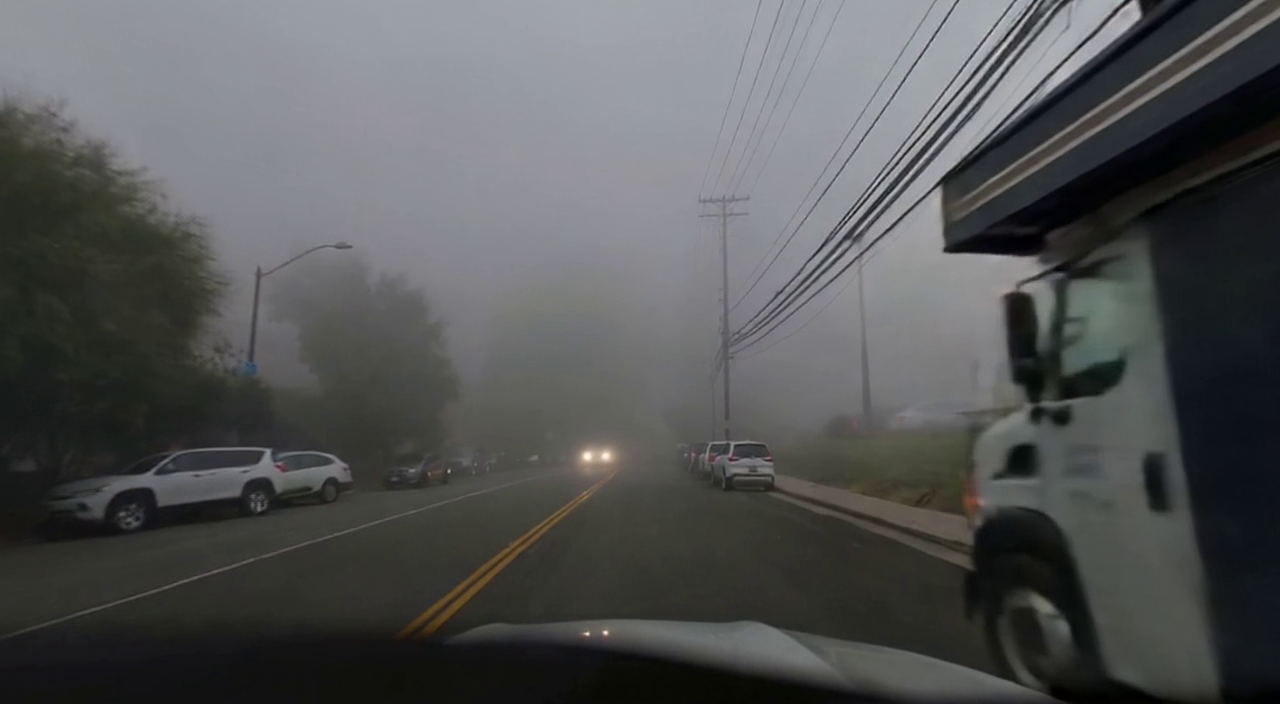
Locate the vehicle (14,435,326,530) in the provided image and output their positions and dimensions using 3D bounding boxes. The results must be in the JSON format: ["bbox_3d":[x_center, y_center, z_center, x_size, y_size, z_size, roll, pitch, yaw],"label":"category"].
[{"bbox_3d":[-10.186,2.838,14.371,5.093,1.855,2.338,3,-8,-19],"label":"vehicle"}]

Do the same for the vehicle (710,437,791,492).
[{"bbox_3d":[3.616,3.737,21.515,1.936,1.641,4.434,0,-7,0],"label":"vehicle"}]

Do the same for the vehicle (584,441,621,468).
[{"bbox_3d":[-2.565,7.132,44.321,2.103,1.721,4.473,-1,-7,3],"label":"vehicle"}]

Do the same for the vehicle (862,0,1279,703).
[{"bbox_3d":[3.180,-0.188,0.589,2.886,3.321,7.809,0,-7,-1],"label":"vehicle"}]
